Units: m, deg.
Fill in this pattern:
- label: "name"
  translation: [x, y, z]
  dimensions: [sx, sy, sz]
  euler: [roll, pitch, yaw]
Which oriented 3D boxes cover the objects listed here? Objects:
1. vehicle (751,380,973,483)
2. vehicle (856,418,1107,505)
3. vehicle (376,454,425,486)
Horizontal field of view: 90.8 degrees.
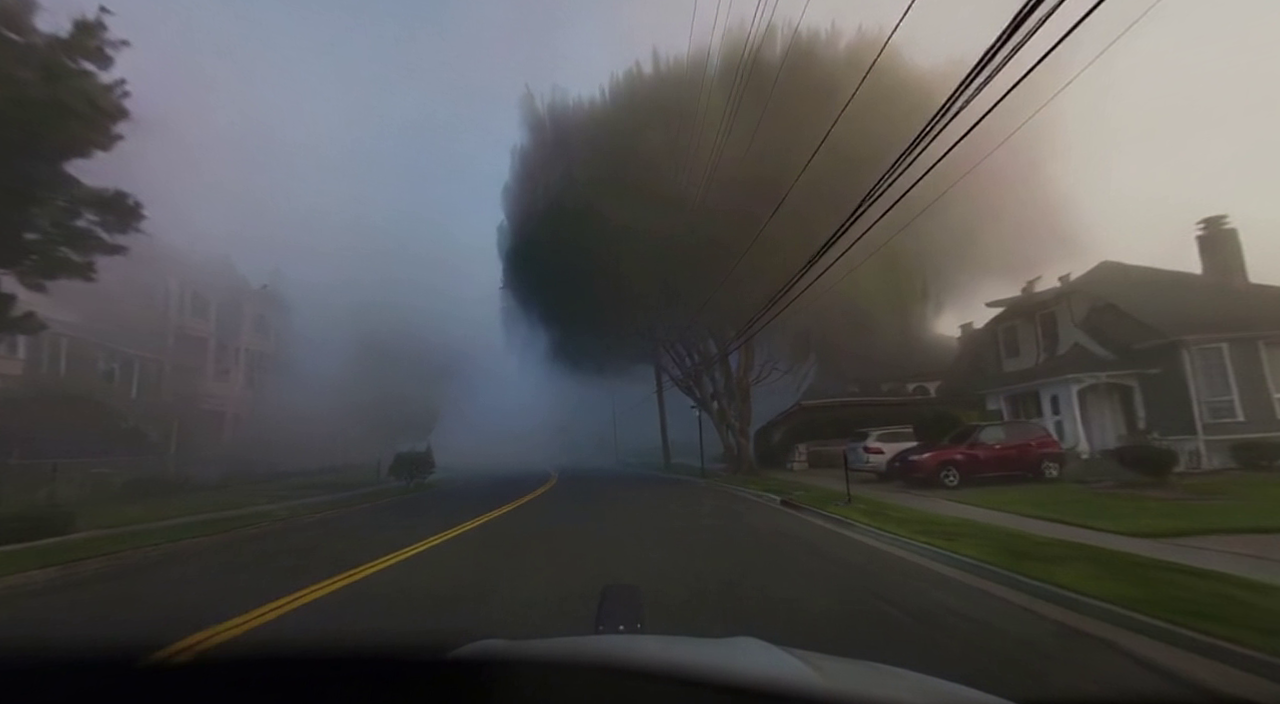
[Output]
- label: "vehicle"
  translation: [8.082, 2.943, 23.524]
  dimensions: [7.115, 3.010, 2.378]
  euler: [-4, -8, -6]
- label: "vehicle"
  translation: [7.471, 2.425, 14.191]
  dimensions: [4.412, 1.565, 1.957]
  euler: [-3, -9, -1]
- label: "vehicle"
  translation: [-13.168, 6.416, 34.728]
  dimensions: [2.390, 1.431, 4.253]
  euler: [1, -8, -21]
